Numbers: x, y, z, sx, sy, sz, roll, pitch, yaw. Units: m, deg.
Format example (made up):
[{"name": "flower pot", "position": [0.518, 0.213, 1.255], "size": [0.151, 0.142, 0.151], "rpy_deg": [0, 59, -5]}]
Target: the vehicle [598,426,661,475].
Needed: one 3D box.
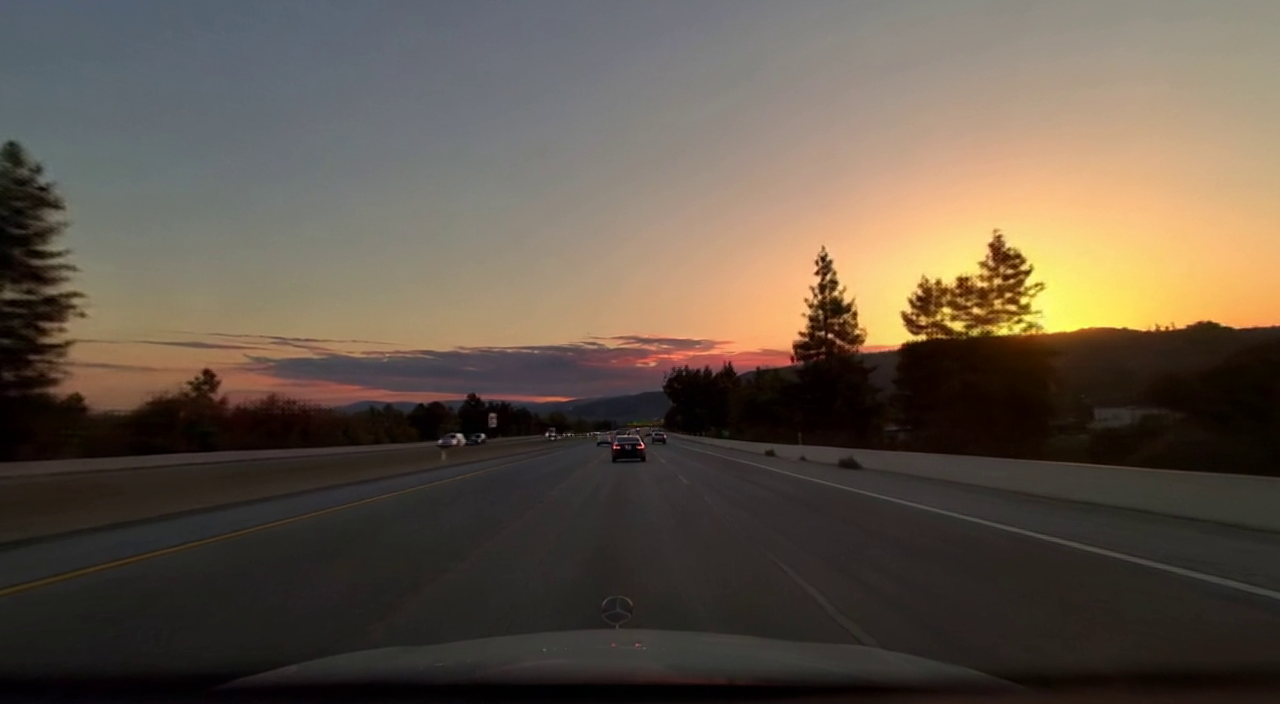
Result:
[{"name": "vehicle", "position": [-0.370, 3.504, 22.686], "size": [2.094, 1.600, 3.666], "rpy_deg": [0, -8, -1]}]
